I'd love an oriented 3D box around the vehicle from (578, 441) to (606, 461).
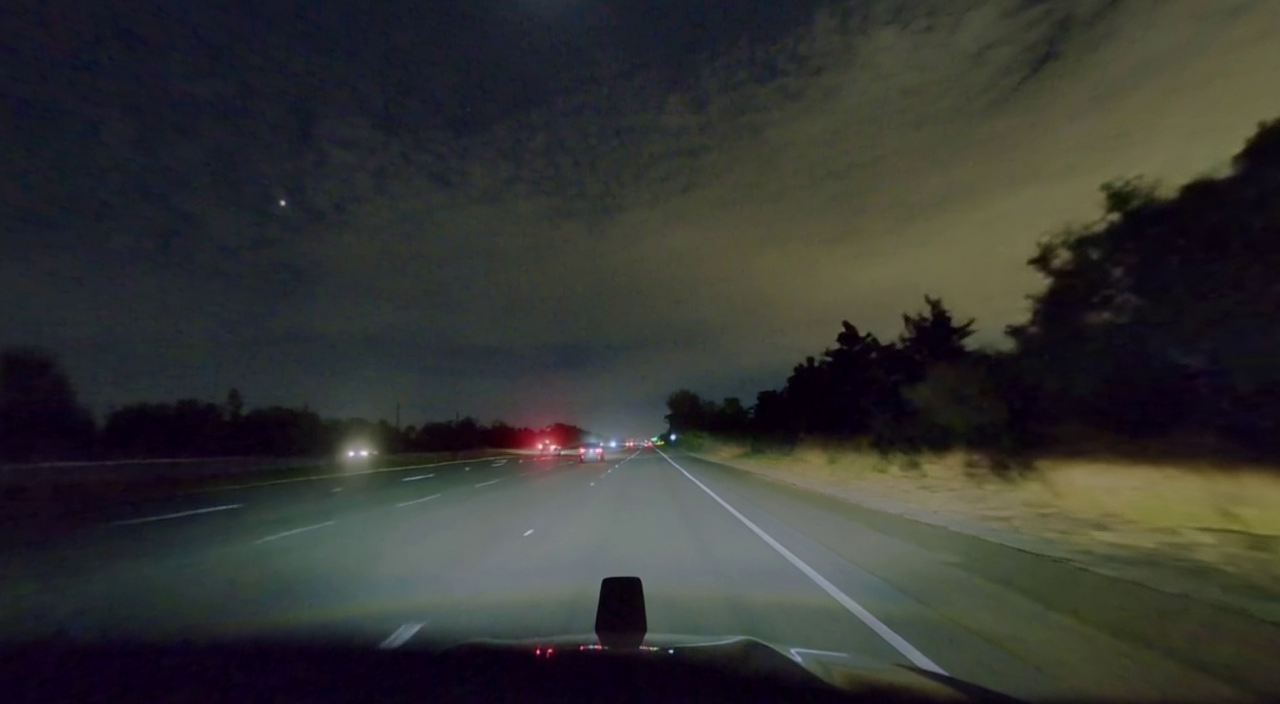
[{"bbox_3d":[-3.568,7.470,47.724,1.786,1.488,4.023,0,-8,0],"label":"vehicle"}]
